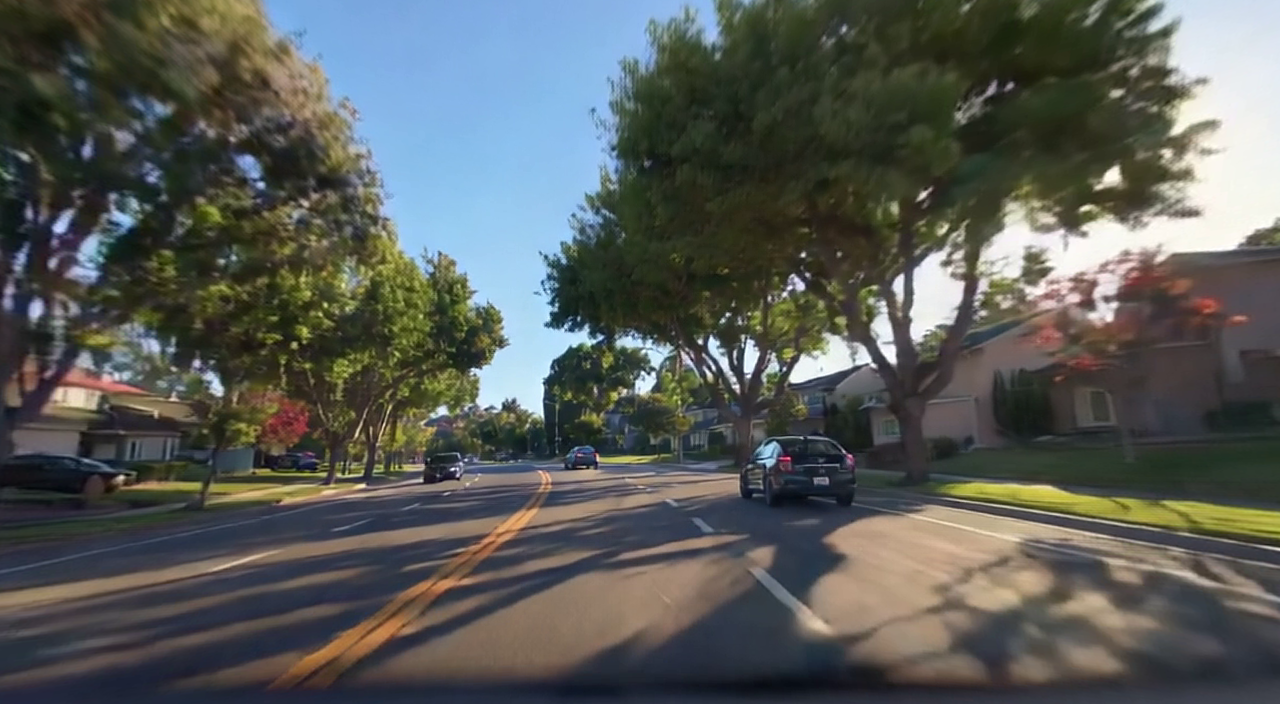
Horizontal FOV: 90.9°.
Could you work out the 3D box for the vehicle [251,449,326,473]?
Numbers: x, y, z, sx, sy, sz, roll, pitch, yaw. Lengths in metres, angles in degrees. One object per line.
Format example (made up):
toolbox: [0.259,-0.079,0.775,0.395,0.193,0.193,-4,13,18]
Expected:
vehicle: [-26.063,8.029,46.796,4.477,1.631,1.893,8,-12,-43]

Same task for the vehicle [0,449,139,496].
vehicle: [-20.757,4.226,22.180,4.670,1.533,1.904,-1,-9,3]

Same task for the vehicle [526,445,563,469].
vehicle: [-7.104,7.722,46.591,2.106,1.667,4.367,2,-9,-16]

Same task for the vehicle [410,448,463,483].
vehicle: [-10.738,5.971,33.582,2.091,1.700,4.438,1,-9,-11]

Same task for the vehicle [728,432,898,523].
vehicle: [3.240,2.440,12.837,1.934,1.506,4.282,0,-9,-5]
